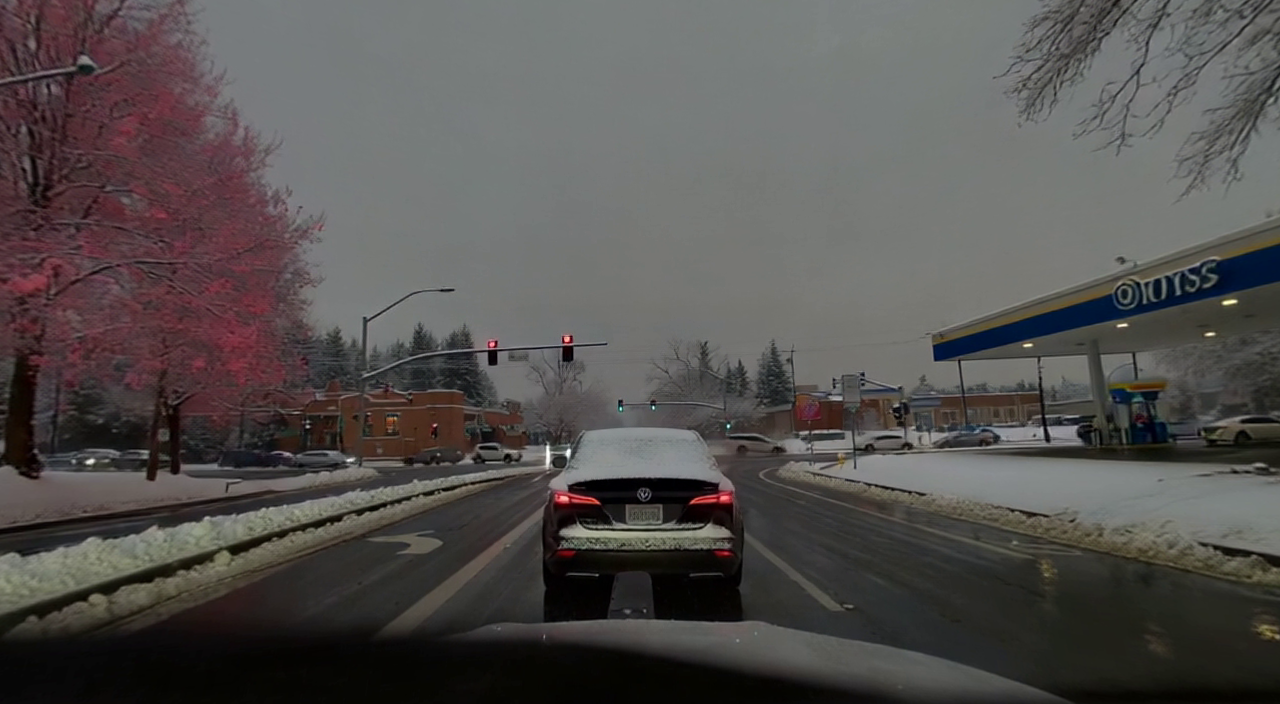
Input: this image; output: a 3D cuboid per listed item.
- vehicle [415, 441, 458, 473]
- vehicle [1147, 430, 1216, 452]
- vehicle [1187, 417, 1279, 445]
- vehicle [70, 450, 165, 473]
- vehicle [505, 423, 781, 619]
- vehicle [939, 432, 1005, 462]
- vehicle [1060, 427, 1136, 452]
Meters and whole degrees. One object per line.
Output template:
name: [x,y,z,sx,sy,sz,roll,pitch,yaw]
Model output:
vehicle: [-12.840,6.558,39.564,2.019,1.867,4.660,3,-9,-23]
vehicle: [40.946,6.713,47.670,3.573,1.432,1.604,-3,-8,2]
vehicle: [36.321,4.864,38.493,1.848,1.581,4.475,0,-8,2]
vehicle: [-37.175,7.788,44.978,1.889,1.455,4.813,-3,-9,20]
vehicle: [0.009,1.594,6.933,2.112,1.482,4.057,0,-8,0]
vehicle: [18.386,5.242,34.846,2.053,1.495,4.091,-8,-12,44]
vehicle: [34.740,6.624,47.844,4.294,1.557,1.744,-4,-7,1]
